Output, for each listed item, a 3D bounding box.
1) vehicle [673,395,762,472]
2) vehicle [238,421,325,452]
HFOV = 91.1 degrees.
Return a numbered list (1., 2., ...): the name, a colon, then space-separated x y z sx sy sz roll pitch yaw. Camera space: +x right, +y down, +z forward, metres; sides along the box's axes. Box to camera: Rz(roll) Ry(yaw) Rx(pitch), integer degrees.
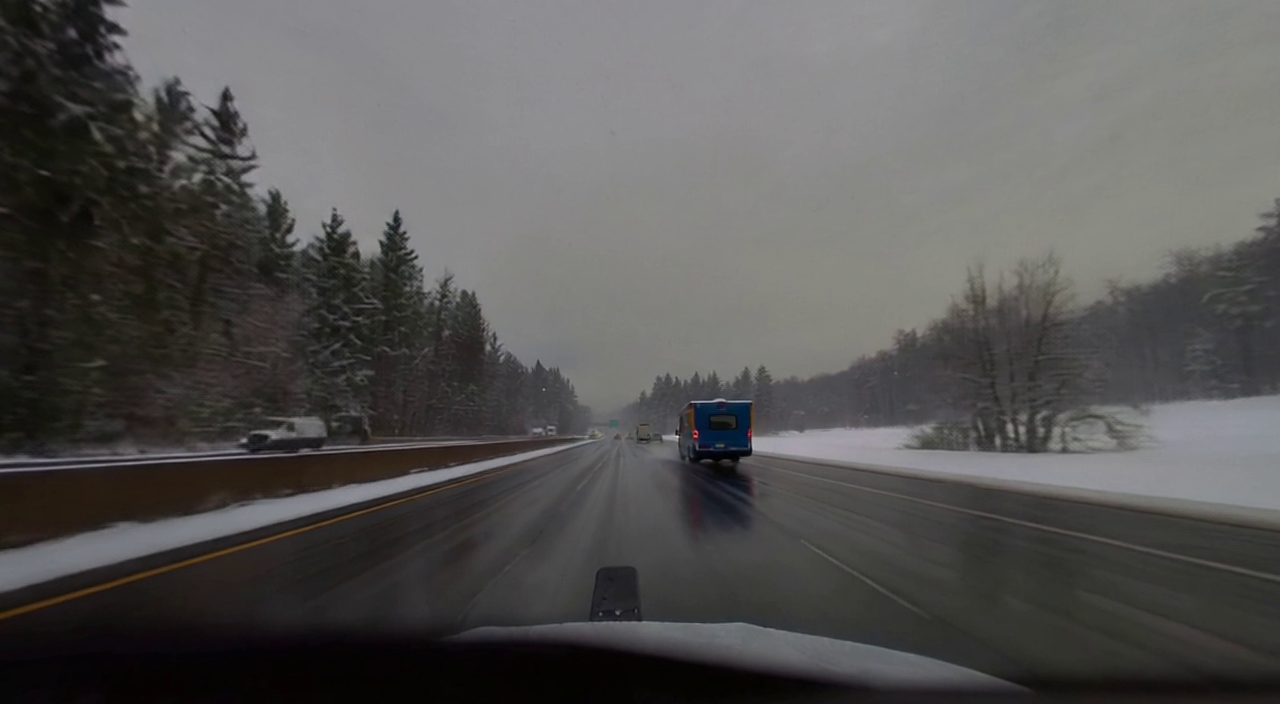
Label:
1. vehicle: 3.123 3.557 27.417 2.815 2.876 7.101 0 -8 -1
2. vehicle: -19.312 4.598 34.113 2.129 1.551 4.562 0 -8 -2
